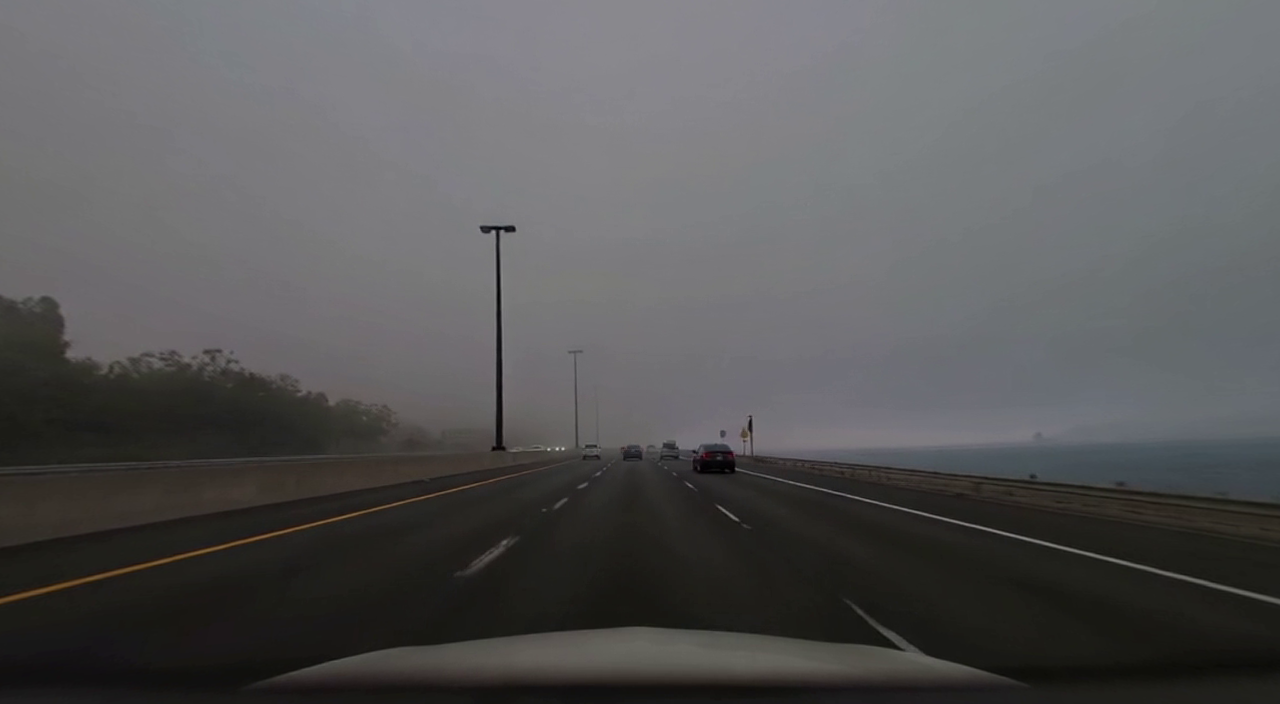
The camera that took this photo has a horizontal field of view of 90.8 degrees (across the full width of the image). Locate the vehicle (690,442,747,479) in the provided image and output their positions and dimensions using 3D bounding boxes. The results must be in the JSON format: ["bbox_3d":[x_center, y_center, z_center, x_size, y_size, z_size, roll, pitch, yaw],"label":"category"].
[{"bbox_3d":[3.423,4.807,28.323,1.890,1.490,4.373,0,-8,-1],"label":"vehicle"}]
